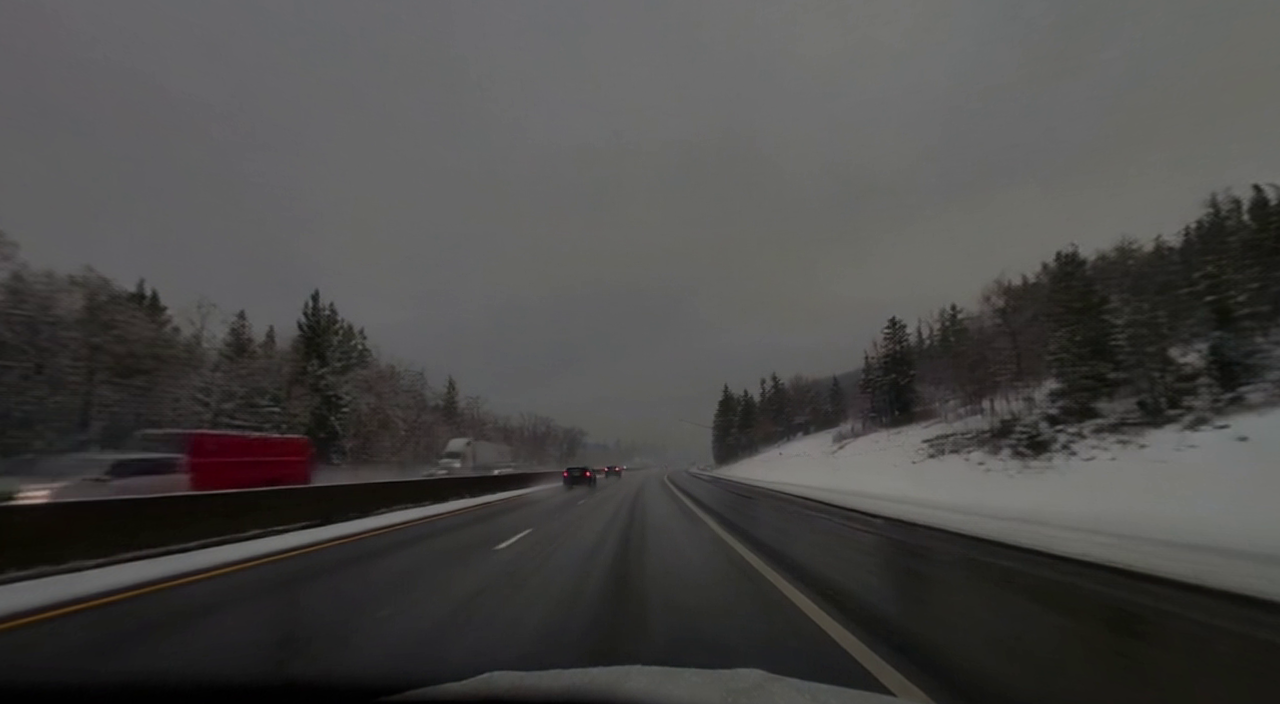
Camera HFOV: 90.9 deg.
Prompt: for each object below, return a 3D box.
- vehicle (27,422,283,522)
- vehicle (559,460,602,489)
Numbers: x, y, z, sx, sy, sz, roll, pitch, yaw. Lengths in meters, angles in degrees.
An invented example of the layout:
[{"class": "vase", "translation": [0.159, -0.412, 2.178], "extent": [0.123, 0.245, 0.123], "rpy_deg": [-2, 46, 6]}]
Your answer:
[{"class": "vehicle", "translation": [-12.557, 3.219, 17.080], "extent": [2.282, 2.189, 5.633], "rpy_deg": [1, -11, 1]}, {"class": "vehicle", "translation": [-3.742, 7.883, 40.683], "extent": [2.160, 1.721, 4.368], "rpy_deg": [1, -11, 2]}]
